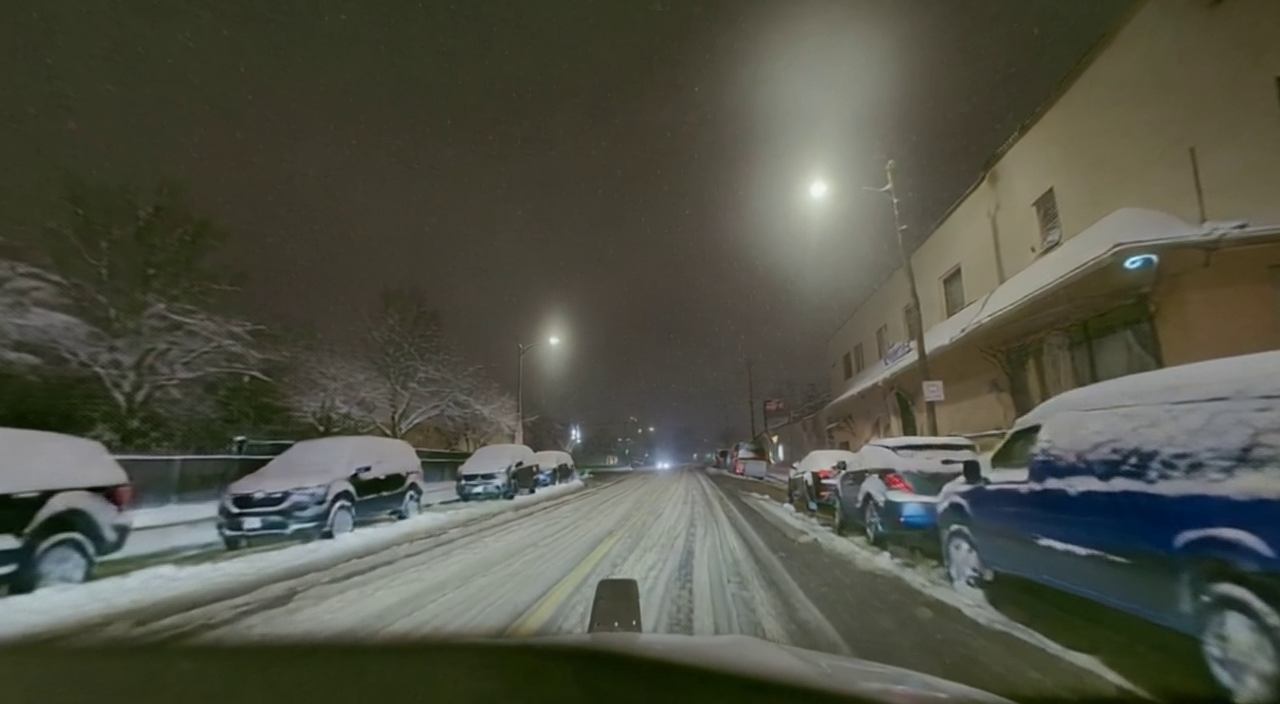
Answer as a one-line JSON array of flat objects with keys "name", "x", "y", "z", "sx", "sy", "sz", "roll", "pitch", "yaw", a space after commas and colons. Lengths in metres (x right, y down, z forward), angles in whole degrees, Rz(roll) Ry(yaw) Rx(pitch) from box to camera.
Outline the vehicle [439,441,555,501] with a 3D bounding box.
[{"name": "vehicle", "x": -5.044, "y": 4.299, "z": 23.397, "sx": 2.504, "sy": 1.919, "sz": 5.658, "roll": -1, "pitch": -9, "yaw": 6}]

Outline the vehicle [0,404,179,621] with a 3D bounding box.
[{"name": "vehicle", "x": -6.613, "y": 1.411, "z": 5.529, "sx": 1.857, "sy": 1.908, "sz": 4.081, "roll": -1, "pitch": -9, "yaw": 3}]

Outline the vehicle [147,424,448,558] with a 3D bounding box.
[{"name": "vehicle", "x": -5.964, "y": 2.476, "z": 12.254, "sx": 2.304, "sy": 1.937, "sz": 5.720, "roll": -1, "pitch": -9, "yaw": 4}]

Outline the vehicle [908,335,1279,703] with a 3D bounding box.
[{"name": "vehicle", "x": 4.387, "y": 1.230, "z": 4.887, "sx": 2.327, "sy": 2.021, "sz": 5.850, "roll": 1, "pitch": -8, "yaw": 3}]
